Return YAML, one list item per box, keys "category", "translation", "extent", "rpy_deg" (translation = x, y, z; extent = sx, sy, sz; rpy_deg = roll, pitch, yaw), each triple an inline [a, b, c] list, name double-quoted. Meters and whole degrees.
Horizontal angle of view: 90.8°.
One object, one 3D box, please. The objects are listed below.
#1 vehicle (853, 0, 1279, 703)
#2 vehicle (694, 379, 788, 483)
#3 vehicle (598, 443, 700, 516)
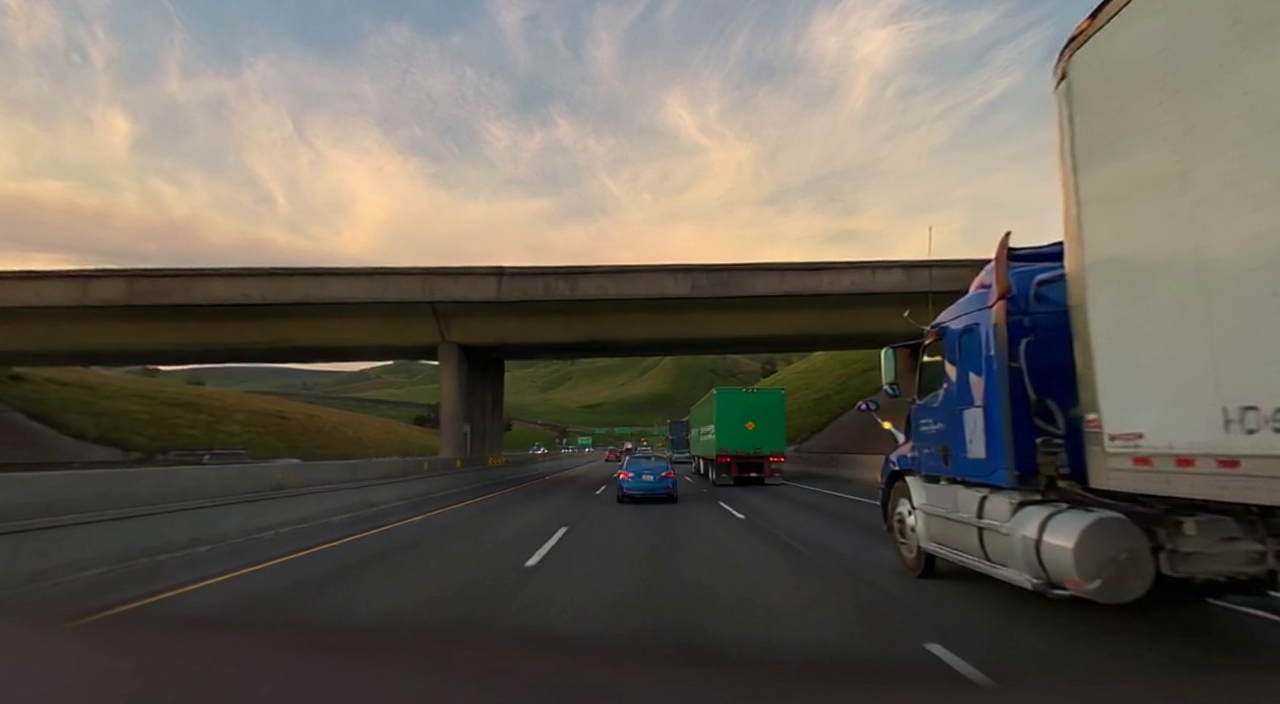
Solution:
- category: "vehicle"
  translation: [4.079, -0.187, 2.347]
  extent: [2.884, 3.930, 10.206]
  rpy_deg: [0, -9, 0]
- category: "vehicle"
  translation: [4.337, 3.764, 29.183]
  extent: [2.801, 4.039, 8.684]
  rpy_deg: [0, -9, -1]
- category: "vehicle"
  translation: [0.178, 2.837, 14.506]
  extent: [2.029, 1.437, 3.794]
  rpy_deg: [0, -9, 0]
